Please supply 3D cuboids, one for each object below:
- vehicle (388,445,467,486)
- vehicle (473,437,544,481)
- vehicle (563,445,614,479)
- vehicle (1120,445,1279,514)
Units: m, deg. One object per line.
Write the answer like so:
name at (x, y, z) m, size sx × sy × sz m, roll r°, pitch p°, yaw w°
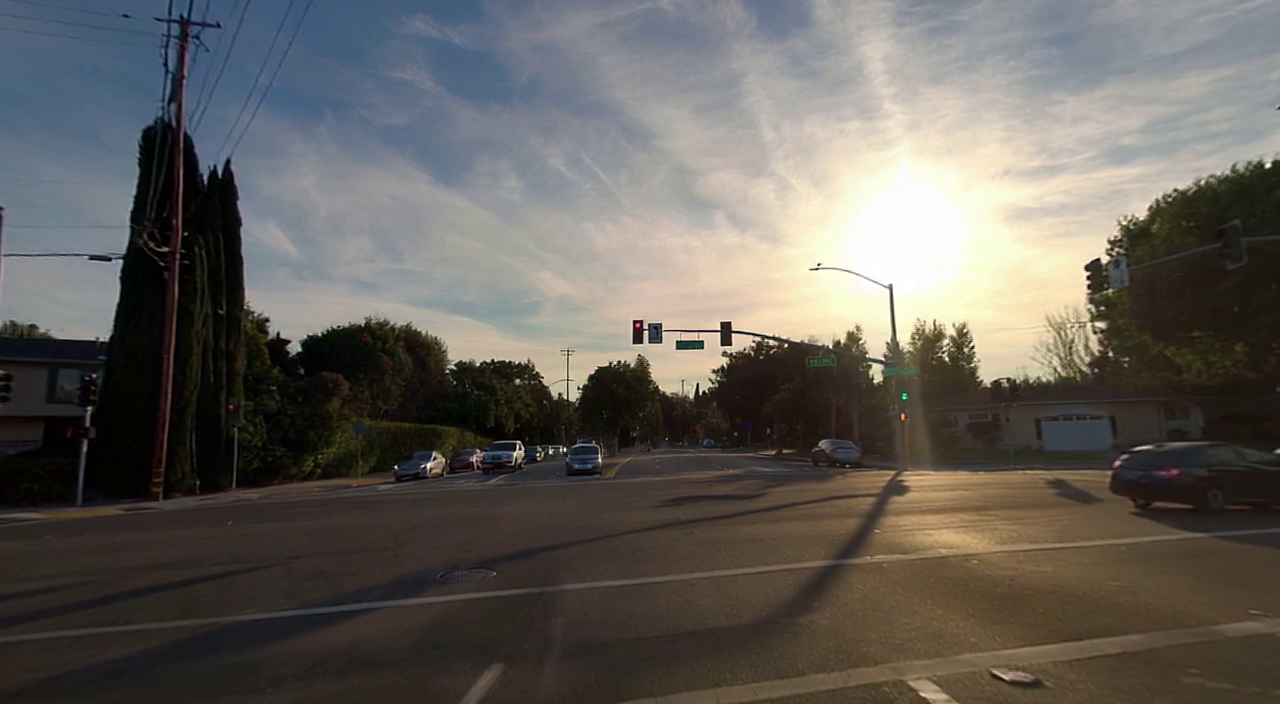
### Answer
vehicle at (-10.148, 5.442, 30.624) m, size 2.241 × 1.819 × 4.690 m, roll 0°, pitch -9°, yaw -1°
vehicle at (-6.371, 5.274, 31.426) m, size 2.479 × 1.977 × 5.254 m, roll 0°, pitch -9°, yaw -1°
vehicle at (-2.394, 5.254, 30.562) m, size 2.174 × 1.477 × 4.805 m, roll 0°, pitch -9°, yaw -1°
vehicle at (13.805, 2.808, 14.402) m, size 4.443 × 1.367 × 2.197 m, roll 2°, pitch -9°, yaw -16°
